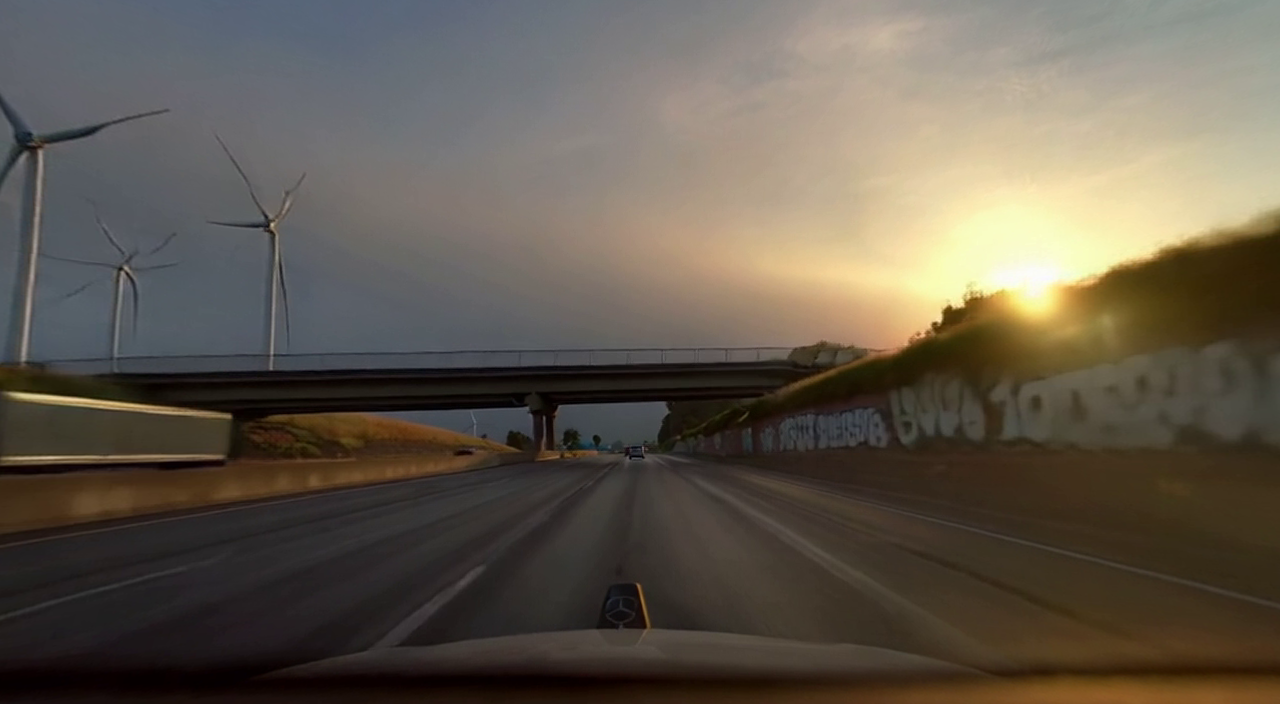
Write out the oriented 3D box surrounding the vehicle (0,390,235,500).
[{"bbox_3d":[-23.074,3.867,25.910,2.996,3.684,15.096,0,-9,0],"label":"vehicle"}]
